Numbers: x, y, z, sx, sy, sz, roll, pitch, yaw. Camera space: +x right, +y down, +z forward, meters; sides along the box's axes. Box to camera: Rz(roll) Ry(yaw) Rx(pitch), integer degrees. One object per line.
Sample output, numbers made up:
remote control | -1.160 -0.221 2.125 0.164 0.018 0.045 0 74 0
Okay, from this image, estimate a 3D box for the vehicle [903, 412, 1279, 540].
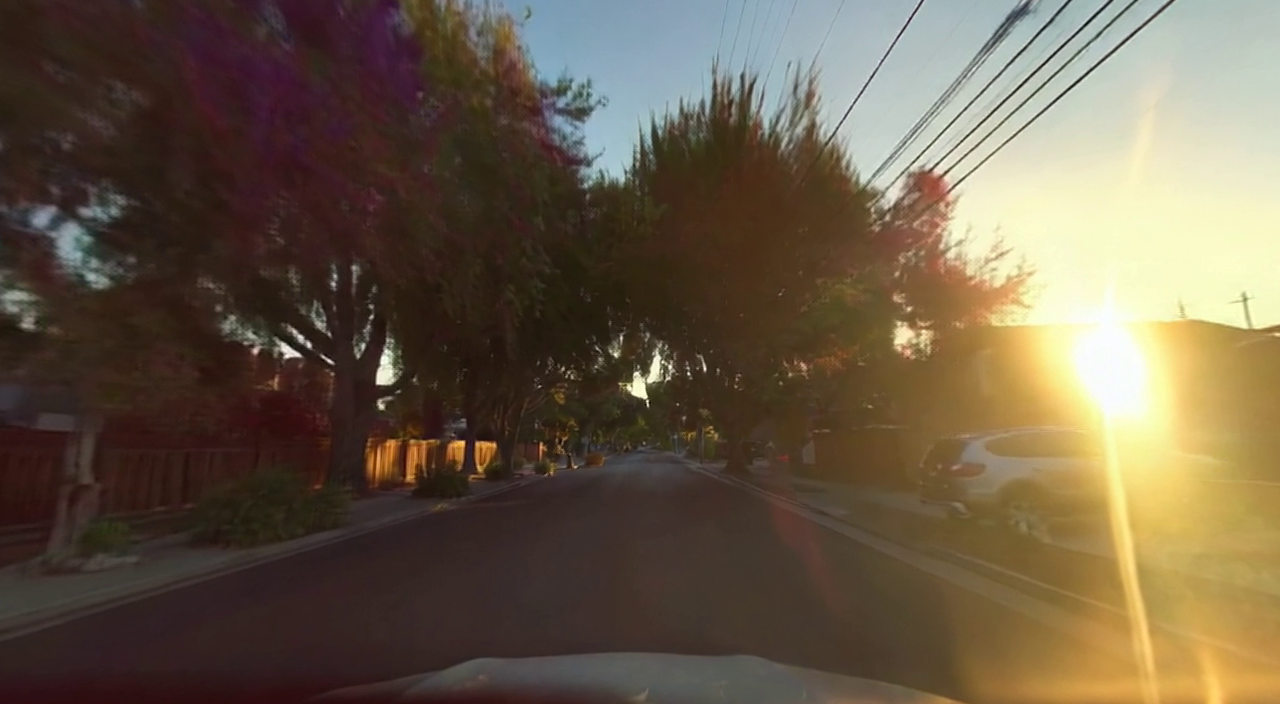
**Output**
vehicle | 7.225 1.977 10.423 4.806 1.851 2.050 0 -9 3
